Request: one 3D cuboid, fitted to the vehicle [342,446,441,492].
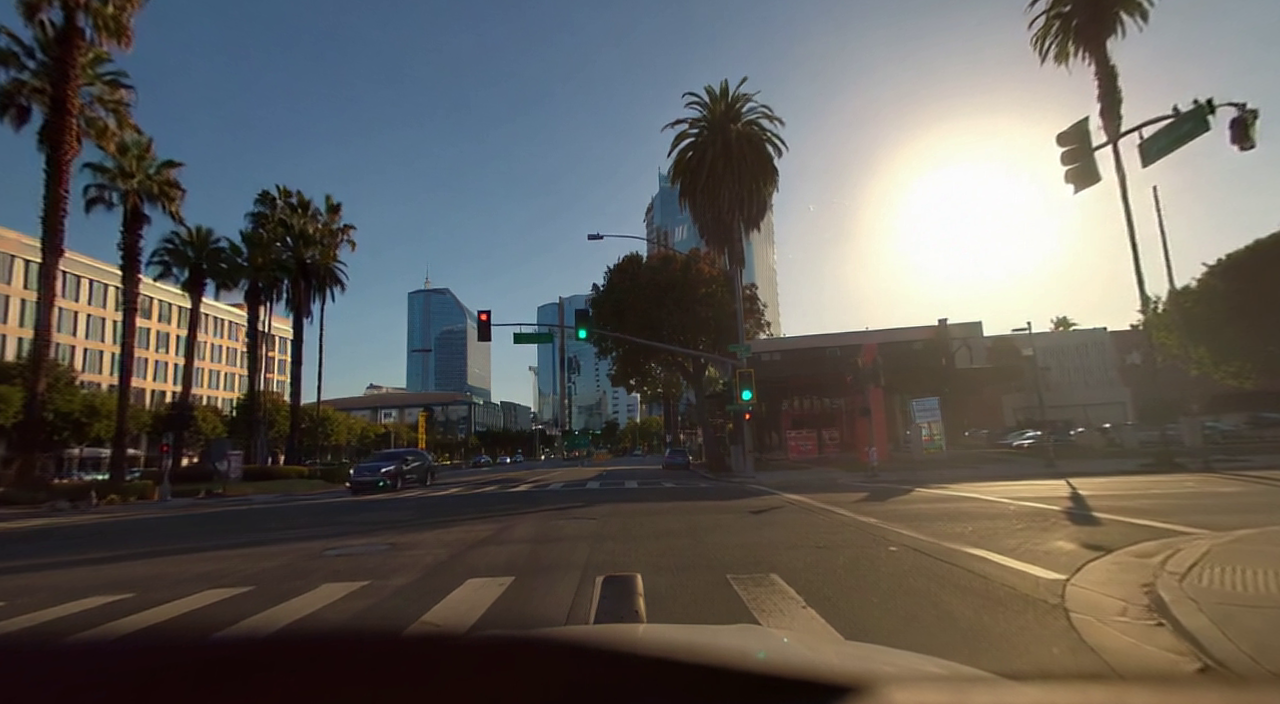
[{"bbox_3d":[-10.731,5.061,27.661,2.270,1.833,4.860,0,-9,1],"label":"vehicle"}]
